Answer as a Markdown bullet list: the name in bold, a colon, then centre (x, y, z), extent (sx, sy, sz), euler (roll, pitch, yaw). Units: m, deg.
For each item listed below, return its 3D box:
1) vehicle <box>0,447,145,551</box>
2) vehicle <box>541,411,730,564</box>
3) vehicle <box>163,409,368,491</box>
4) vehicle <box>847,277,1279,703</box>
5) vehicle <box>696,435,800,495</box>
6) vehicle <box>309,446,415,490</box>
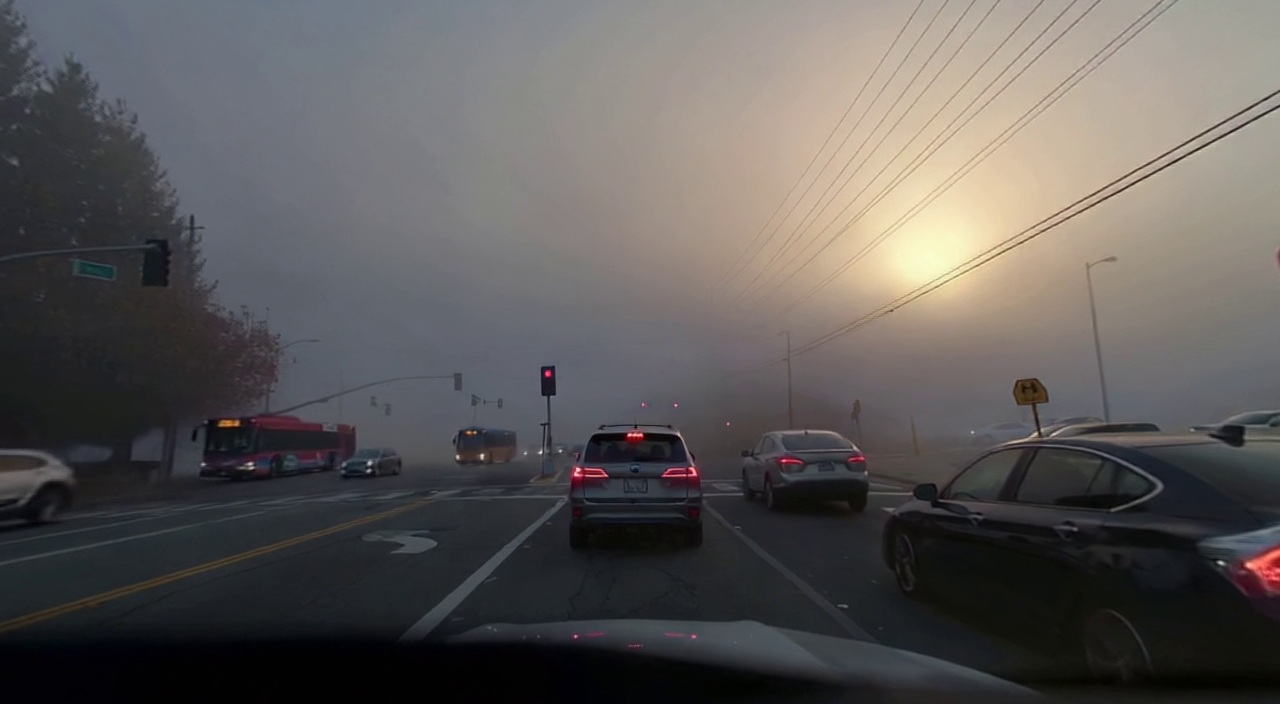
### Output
- **vehicle**: centre (-10.295, 2.174, 9.416), extent (2.030, 1.498, 4.690), euler (0, -9, 0)
- **vehicle**: centre (-0.104, 1.805, 9.118), extent (2.087, 1.677, 4.053), euler (0, -9, -2)
- **vehicle**: centre (-18.727, 5.124, 33.376), extent (3.010, 3.475, 12.655), euler (0, -9, 1)
- **vehicle**: centre (3.088, 0.958, 3.988), extent (2.049, 1.813, 4.245), euler (0, -9, -1)
- **vehicle**: centre (2.892, 3.165, 18.033), extent (2.040, 1.481, 4.407), euler (0, -9, -2)
- **vehicle**: centre (-10.499, 4.376, 24.283), extent (1.976, 1.483, 4.630), euler (0, -9, 0)
